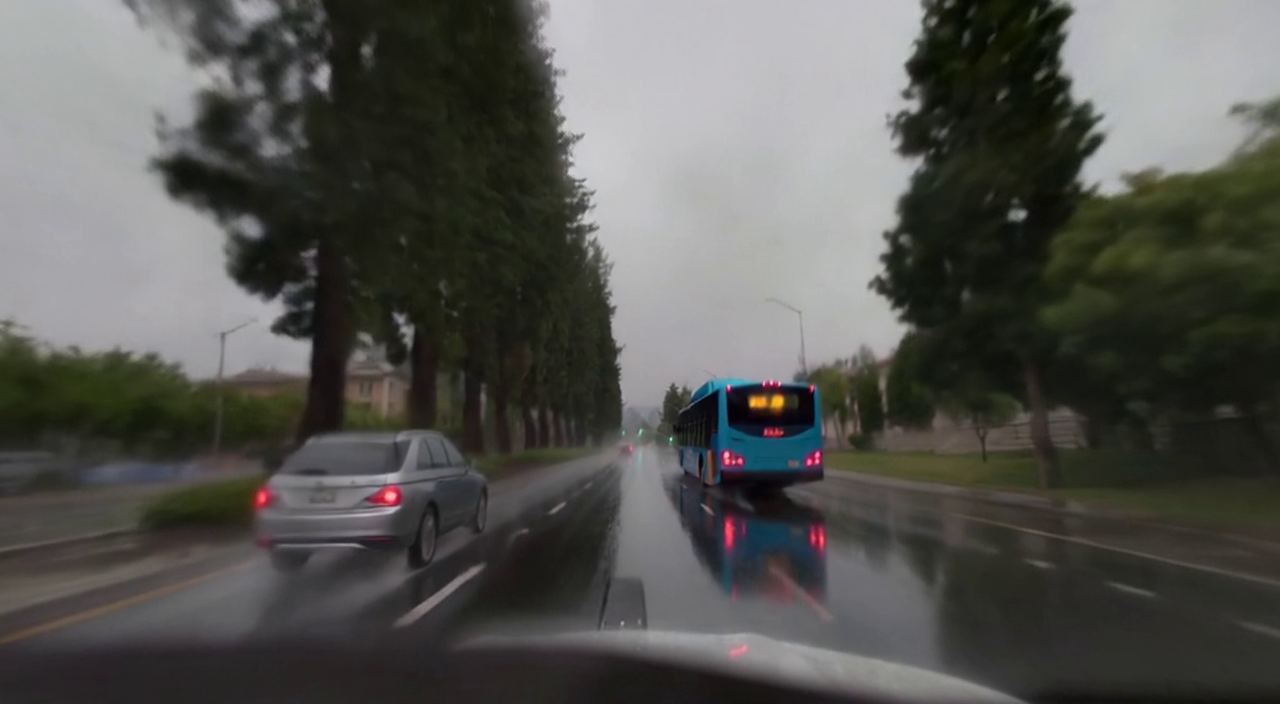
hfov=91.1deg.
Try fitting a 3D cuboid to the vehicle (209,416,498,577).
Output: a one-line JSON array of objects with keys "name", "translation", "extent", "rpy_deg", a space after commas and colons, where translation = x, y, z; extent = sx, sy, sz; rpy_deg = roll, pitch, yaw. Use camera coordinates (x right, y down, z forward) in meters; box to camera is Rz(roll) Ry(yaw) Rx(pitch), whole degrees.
[{"name": "vehicle", "translation": [-3.695, 1.929, 9.218], "extent": [2.111, 1.767, 4.333], "rpy_deg": [0, -8, 1]}]

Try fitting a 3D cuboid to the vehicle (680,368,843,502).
[{"name": "vehicle", "translation": [3.375, 2.944, 21.757], "extent": [3.072, 3.278, 12.747], "rpy_deg": [0, -8, 0]}]
